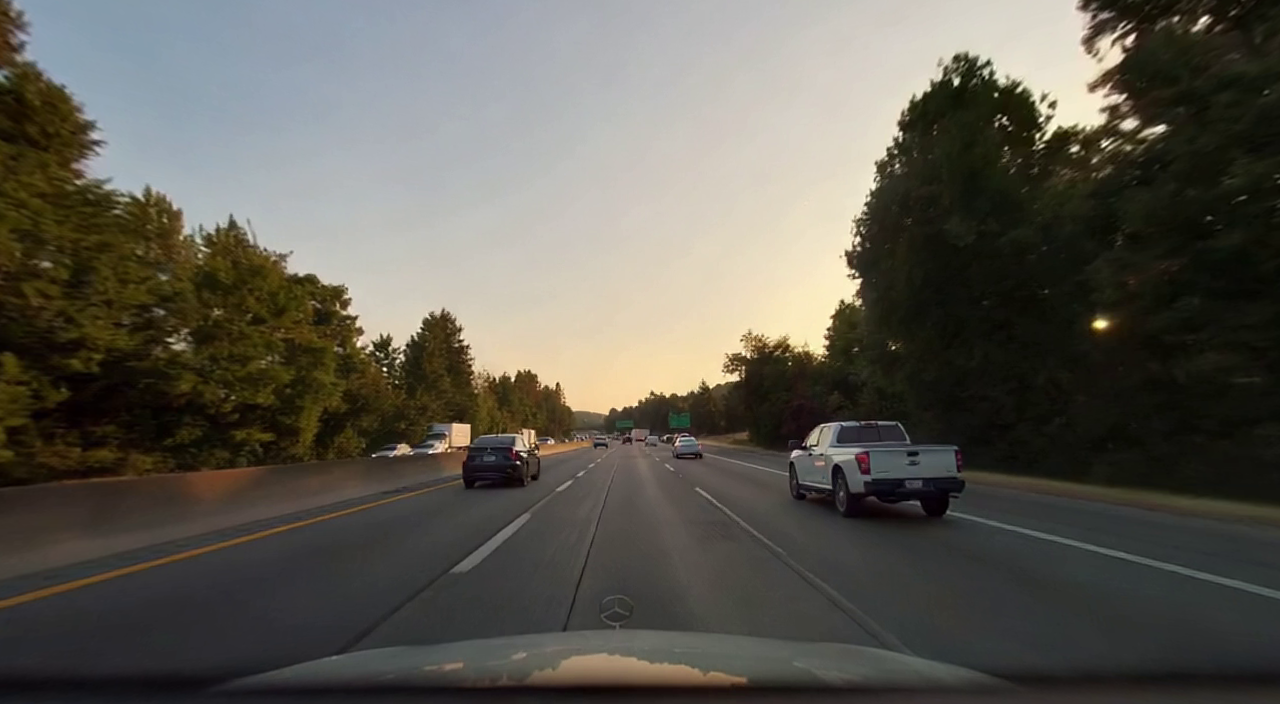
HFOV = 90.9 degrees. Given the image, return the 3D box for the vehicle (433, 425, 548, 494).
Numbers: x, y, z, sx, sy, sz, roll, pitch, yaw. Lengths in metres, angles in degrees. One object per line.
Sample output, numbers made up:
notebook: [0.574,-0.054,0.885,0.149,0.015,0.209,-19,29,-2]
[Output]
vehicle: [-3.889,2.860,17.345,2.011,1.614,4.808,0,-8,0]

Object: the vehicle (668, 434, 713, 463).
vehicle: [2.659,5.172,34.067,1.990,1.480,3.865,0,-8,-2]

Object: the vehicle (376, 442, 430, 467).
vehicle: [-15.790,6.840,42.276,1.928,1.502,4.794,0,-8,-2]

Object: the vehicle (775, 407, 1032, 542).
vehicle: [3.753,1.822,10.157,1.949,1.639,4.748,0,-8,-2]
